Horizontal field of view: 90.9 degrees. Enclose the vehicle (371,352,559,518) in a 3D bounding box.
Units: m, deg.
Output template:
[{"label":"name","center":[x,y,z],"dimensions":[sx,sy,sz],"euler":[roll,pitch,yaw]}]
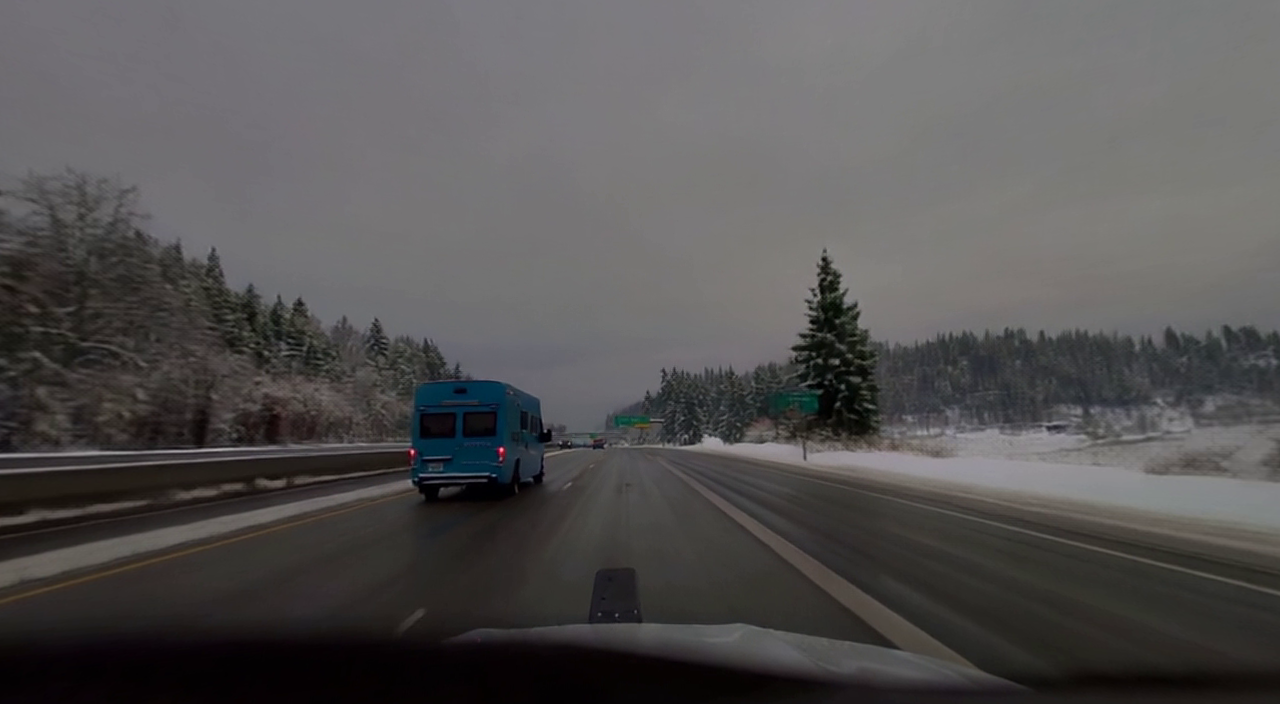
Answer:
[{"label":"vehicle","center":[-3.949,2.105,16.258],"dimensions":[2.676,3.269,7.388],"euler":[-1,-7,0]}]
